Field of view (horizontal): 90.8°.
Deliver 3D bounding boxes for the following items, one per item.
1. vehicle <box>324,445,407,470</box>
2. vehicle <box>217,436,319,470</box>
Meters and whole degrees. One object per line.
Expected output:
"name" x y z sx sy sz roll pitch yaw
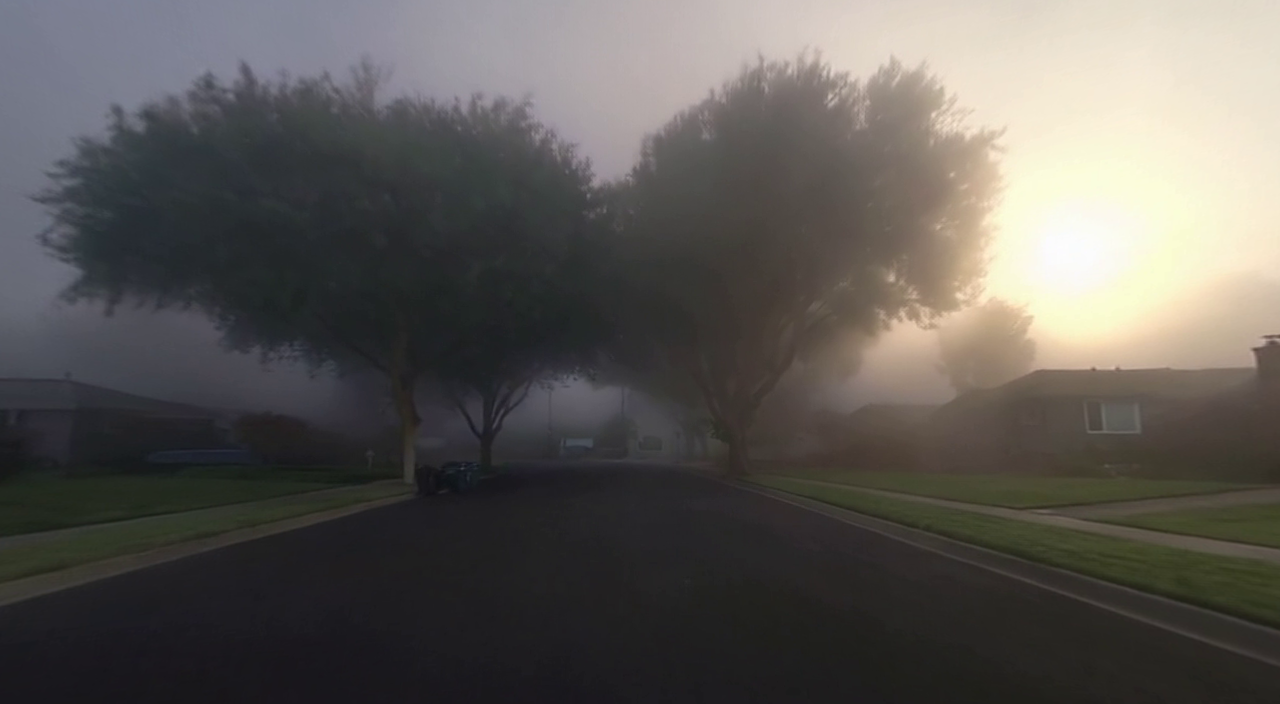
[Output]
"vehicle" -17.357 6.711 40.117 4.307 1.508 2.072 0 -10 -1
"vehicle" -20.816 5.678 35.515 4.359 1.789 2.123 0 -10 -2
